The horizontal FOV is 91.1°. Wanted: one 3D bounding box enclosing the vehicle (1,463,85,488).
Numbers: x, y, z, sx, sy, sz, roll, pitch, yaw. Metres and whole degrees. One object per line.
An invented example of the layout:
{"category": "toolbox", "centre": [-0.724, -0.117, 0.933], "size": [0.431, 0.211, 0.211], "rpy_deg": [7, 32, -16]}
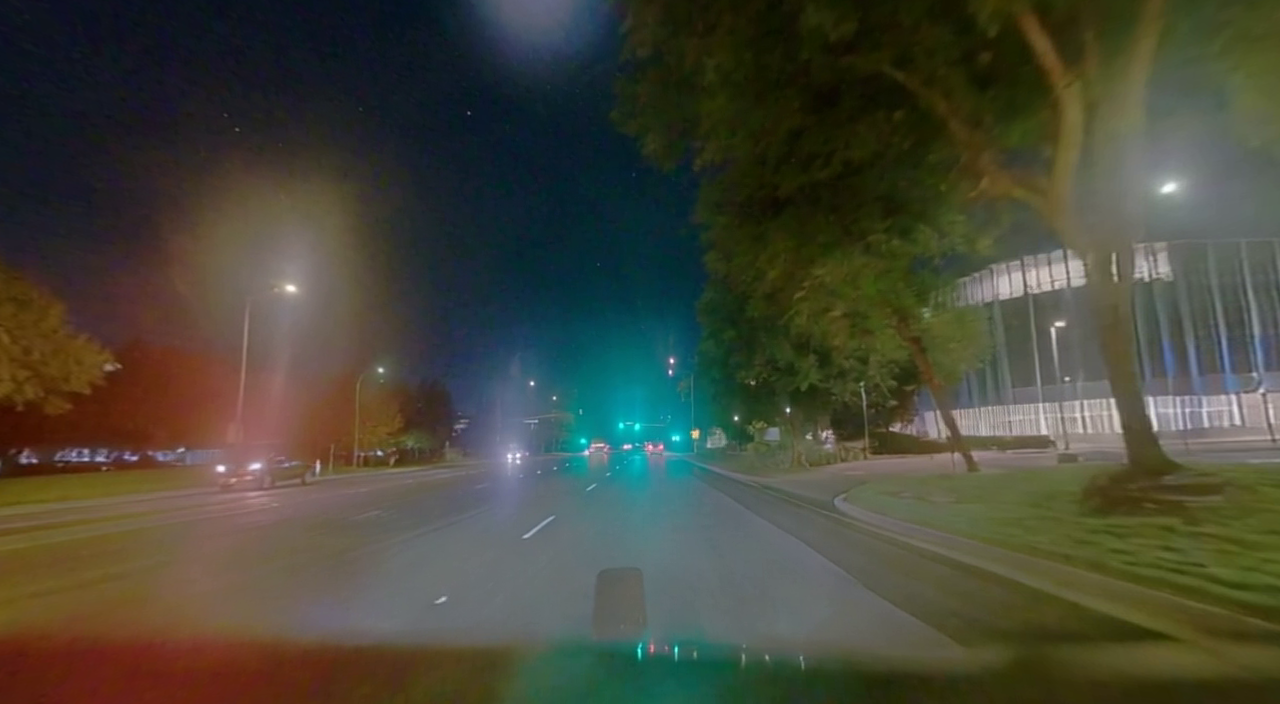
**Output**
{"category": "vehicle", "centre": [-41.725, 8.617, 43.921], "size": [4.294, 1.512, 1.800], "rpy_deg": [-3, -9, 5]}

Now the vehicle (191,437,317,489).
{"category": "vehicle", "centre": [-17.456, 5.019, 28.837], "size": [2.331, 2.109, 5.400], "rpy_deg": [0, -8, 0]}
